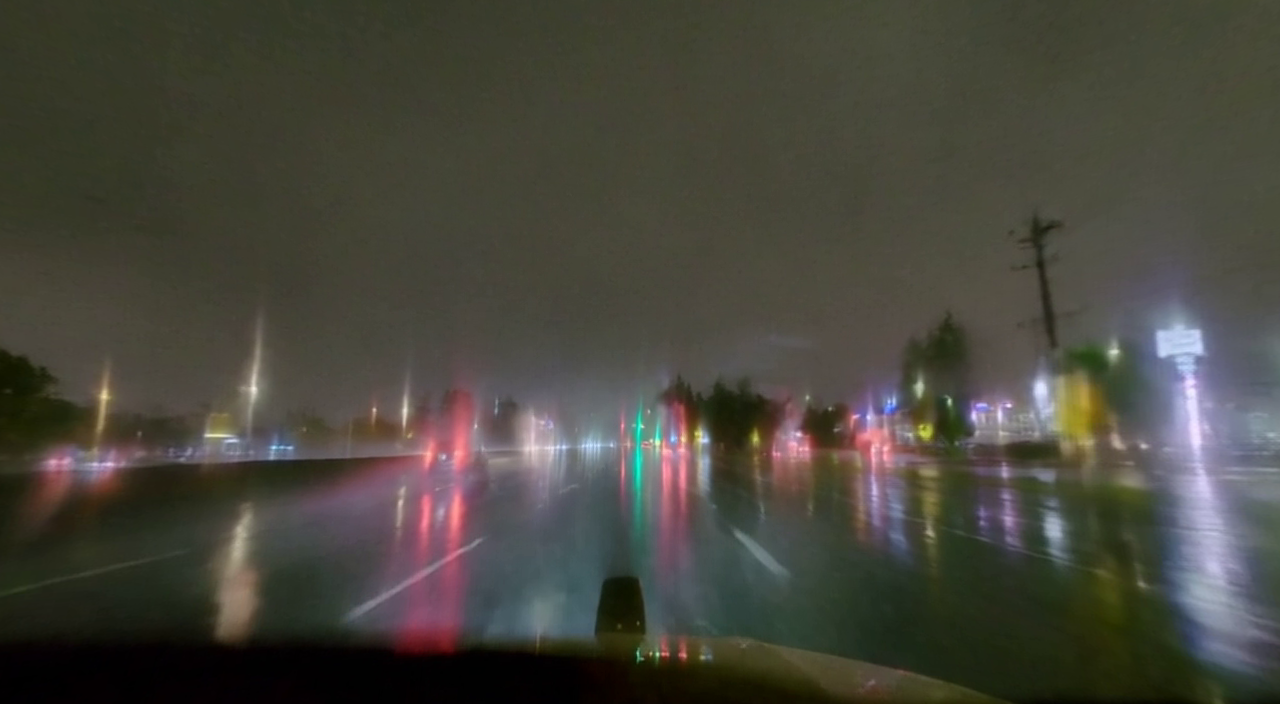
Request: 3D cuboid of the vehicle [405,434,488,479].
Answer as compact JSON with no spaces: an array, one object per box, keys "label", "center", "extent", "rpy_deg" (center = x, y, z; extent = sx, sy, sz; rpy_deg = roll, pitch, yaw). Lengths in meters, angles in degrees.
[{"label":"vehicle","center":[-7.930,4.325,26.425],"extent":[2.089,1.724,4.327],"rpy_deg":[0,-8,0]}]
